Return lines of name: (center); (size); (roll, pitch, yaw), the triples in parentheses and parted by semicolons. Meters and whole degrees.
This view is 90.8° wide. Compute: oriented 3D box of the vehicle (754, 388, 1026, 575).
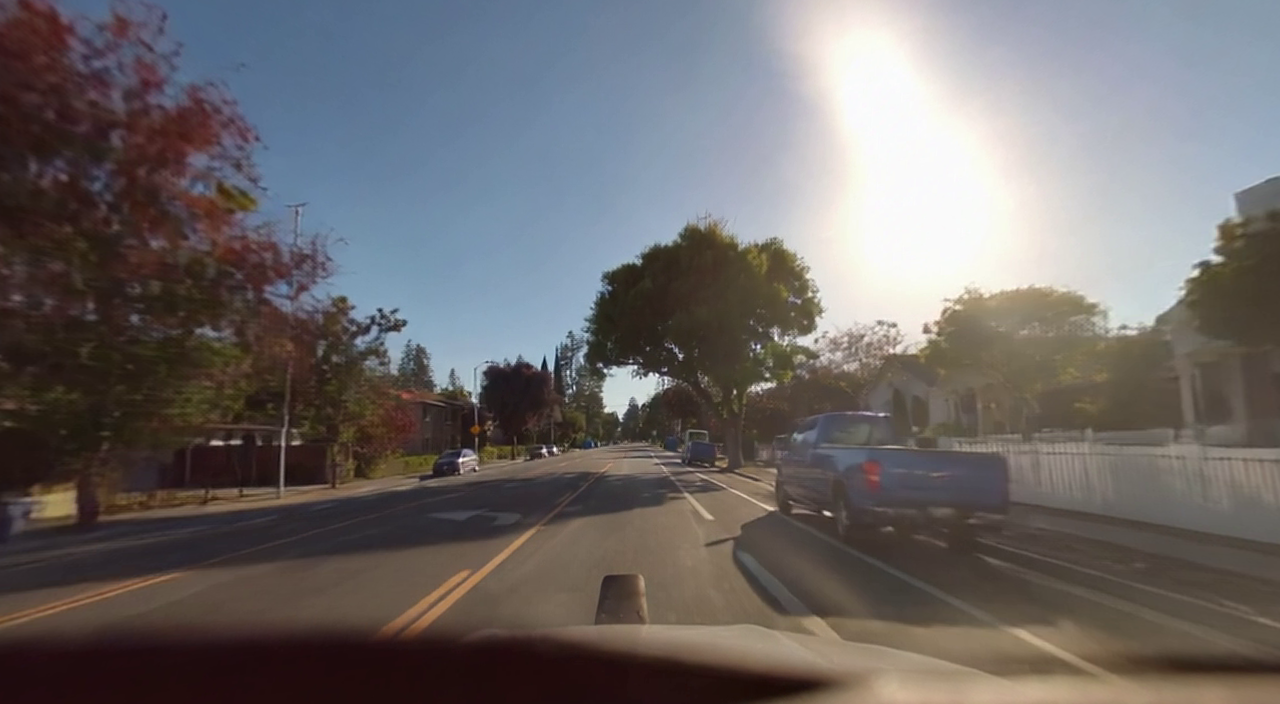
vehicle: (3.738, 2.050, 11.039); (2.504, 2.114, 6.073); (5, -8, 3)

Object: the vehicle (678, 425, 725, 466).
vehicle: (3.954, 6.106, 41.442); (2.459, 2.452, 5.731); (1, -8, -1)

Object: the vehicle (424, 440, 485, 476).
vehicle: (-11.195, 6.386, 38.454); (2.301, 1.855, 4.983); (-4, -8, -1)
